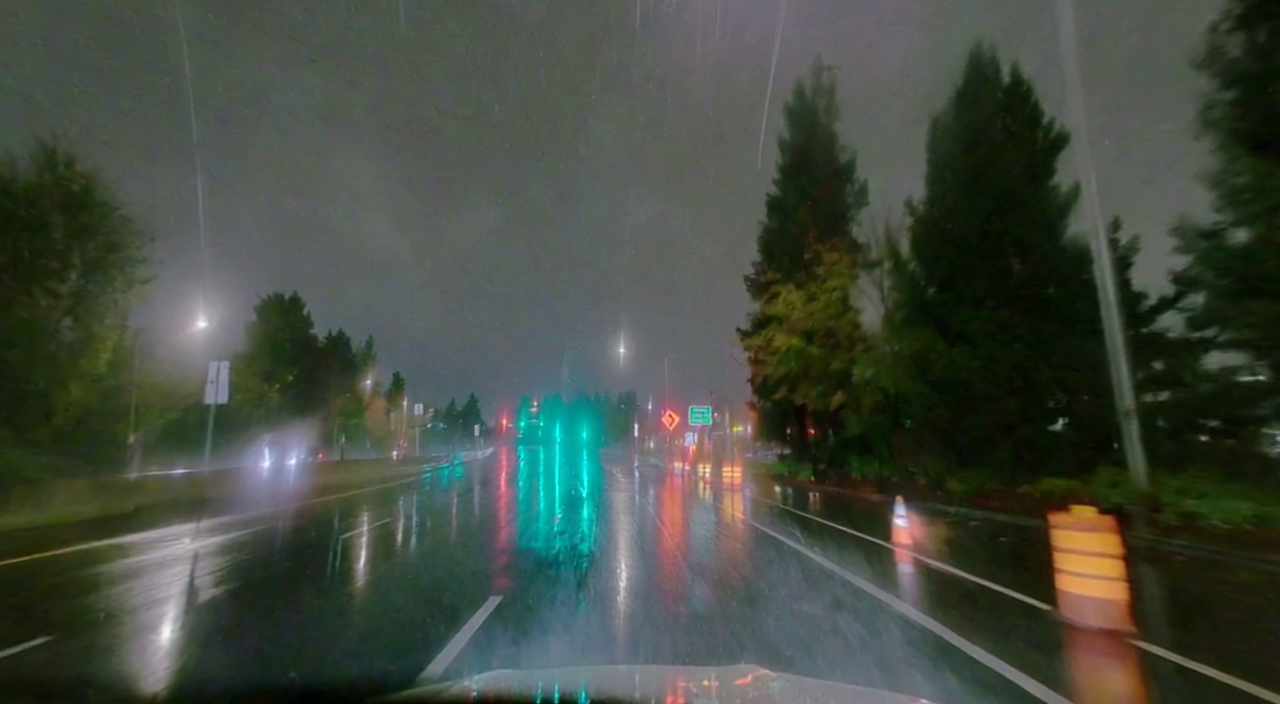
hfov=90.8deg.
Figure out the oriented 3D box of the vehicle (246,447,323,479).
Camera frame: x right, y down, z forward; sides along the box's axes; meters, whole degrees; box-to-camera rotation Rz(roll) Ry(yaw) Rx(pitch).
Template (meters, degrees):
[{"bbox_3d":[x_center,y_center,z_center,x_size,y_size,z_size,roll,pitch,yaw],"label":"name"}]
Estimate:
[{"bbox_3d":[-21.434,6.662,38.395,2.045,1.797,5.228,1,-8,-6],"label":"vehicle"}]
